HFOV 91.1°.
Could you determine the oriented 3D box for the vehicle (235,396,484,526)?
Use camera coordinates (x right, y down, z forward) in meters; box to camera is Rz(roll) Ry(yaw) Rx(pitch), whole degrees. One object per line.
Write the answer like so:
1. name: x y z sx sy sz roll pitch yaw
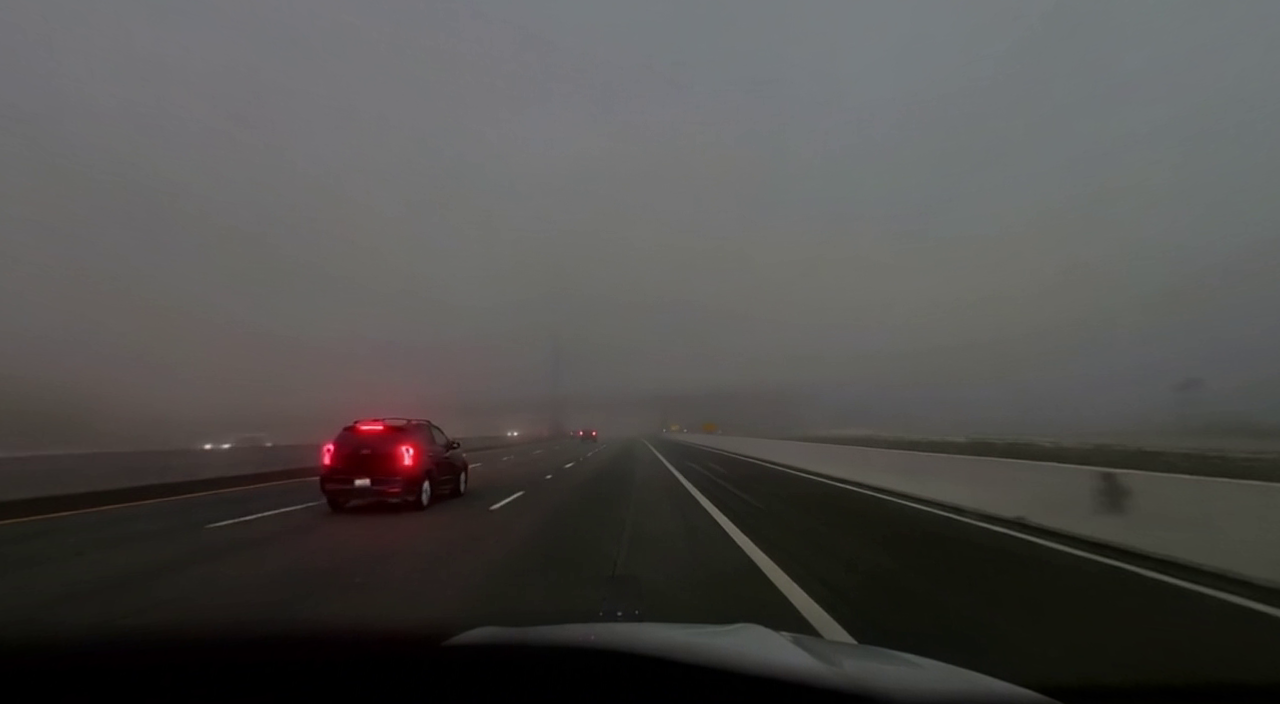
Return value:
1. vehicle: -4.347 1.781 10.854 2.153 1.730 4.772 0 -8 -1
